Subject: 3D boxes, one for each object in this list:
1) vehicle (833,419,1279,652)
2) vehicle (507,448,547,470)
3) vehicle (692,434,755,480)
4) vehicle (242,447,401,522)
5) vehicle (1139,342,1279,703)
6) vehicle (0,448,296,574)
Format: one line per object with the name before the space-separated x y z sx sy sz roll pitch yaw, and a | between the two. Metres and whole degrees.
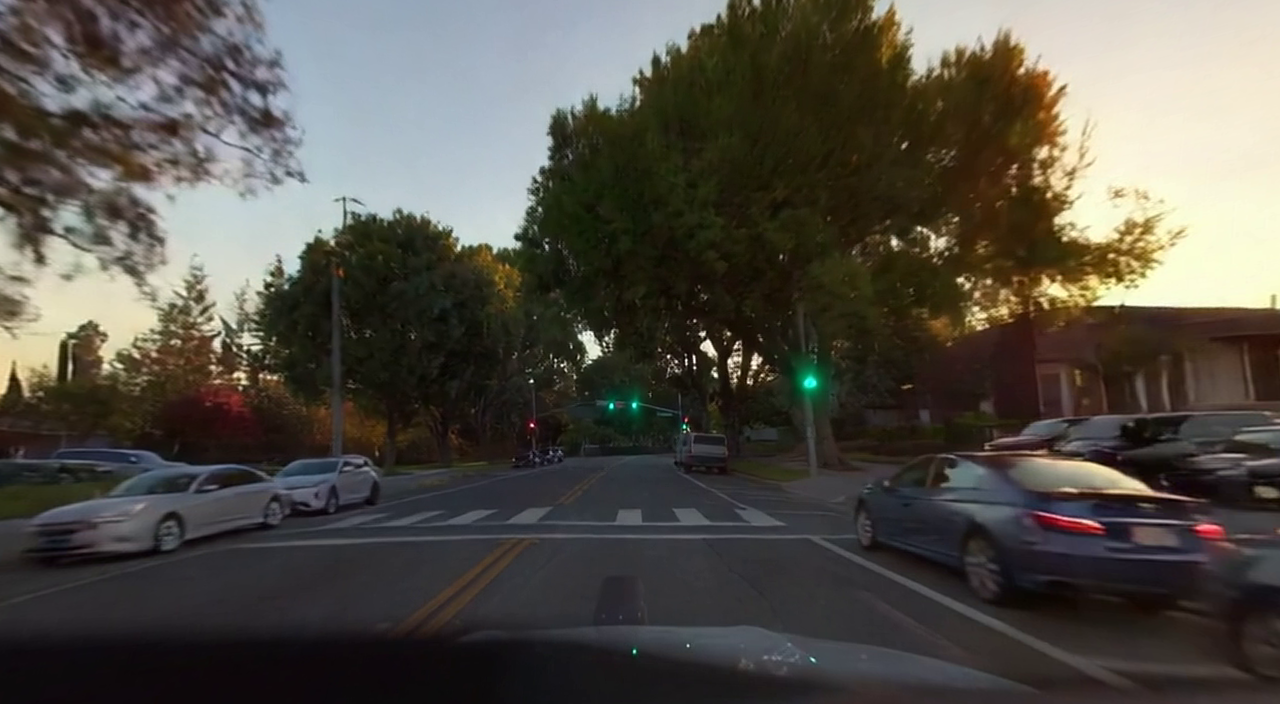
vehicle | 3.821 1.623 6.652 2.069 1.494 4.620 3 -9 -1
vehicle | -8.109 7.675 45.591 2.083 1.454 4.603 0 -8 -1
vehicle | 3.699 4.756 28.876 2.034 1.906 4.653 0 -8 -2
vehicle | -7.737 3.202 15.858 1.965 1.501 3.892 -1 -7 0
vehicle | 3.968 0.570 0.917 2.148 1.777 5.196 0 -8 -1
vehicle | -7.694 2.341 10.195 2.013 1.550 4.290 0 -8 -3
